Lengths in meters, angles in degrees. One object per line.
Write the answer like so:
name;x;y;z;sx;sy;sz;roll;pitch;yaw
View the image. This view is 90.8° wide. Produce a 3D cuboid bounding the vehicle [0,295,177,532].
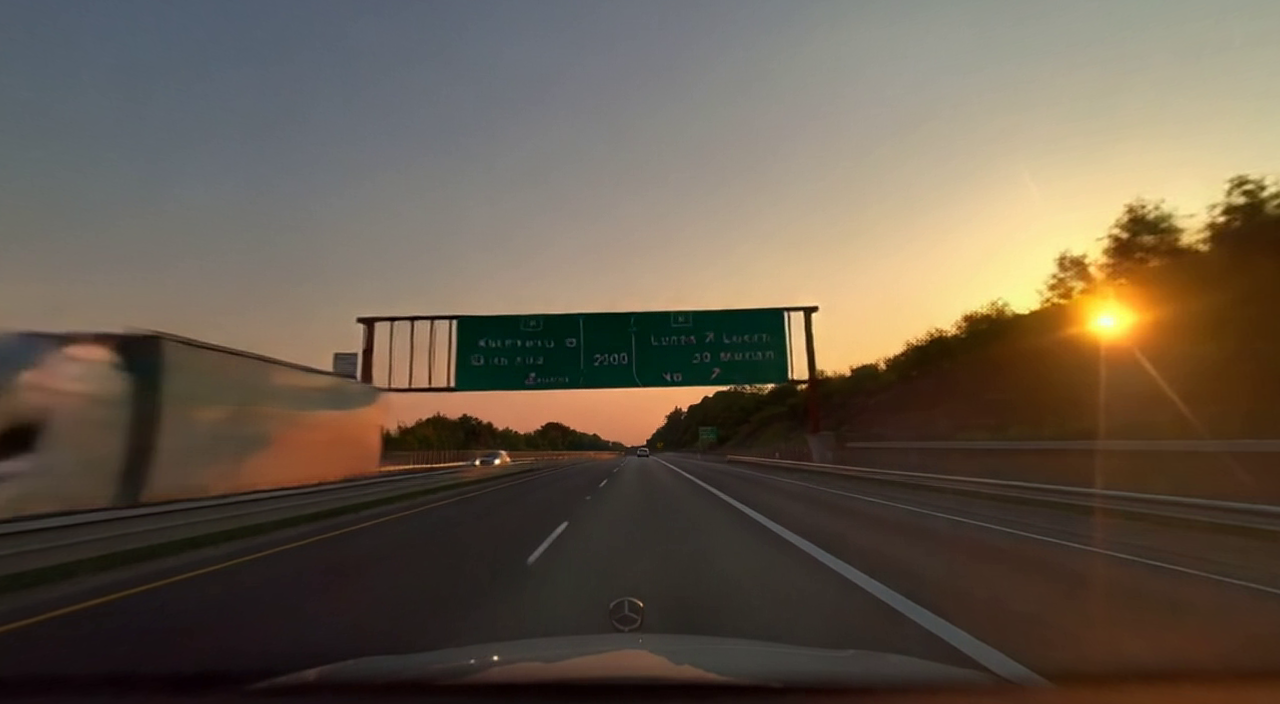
vehicle;-11.926;1.130;11.064;2.945;3.831;5.831;0;-9;0
